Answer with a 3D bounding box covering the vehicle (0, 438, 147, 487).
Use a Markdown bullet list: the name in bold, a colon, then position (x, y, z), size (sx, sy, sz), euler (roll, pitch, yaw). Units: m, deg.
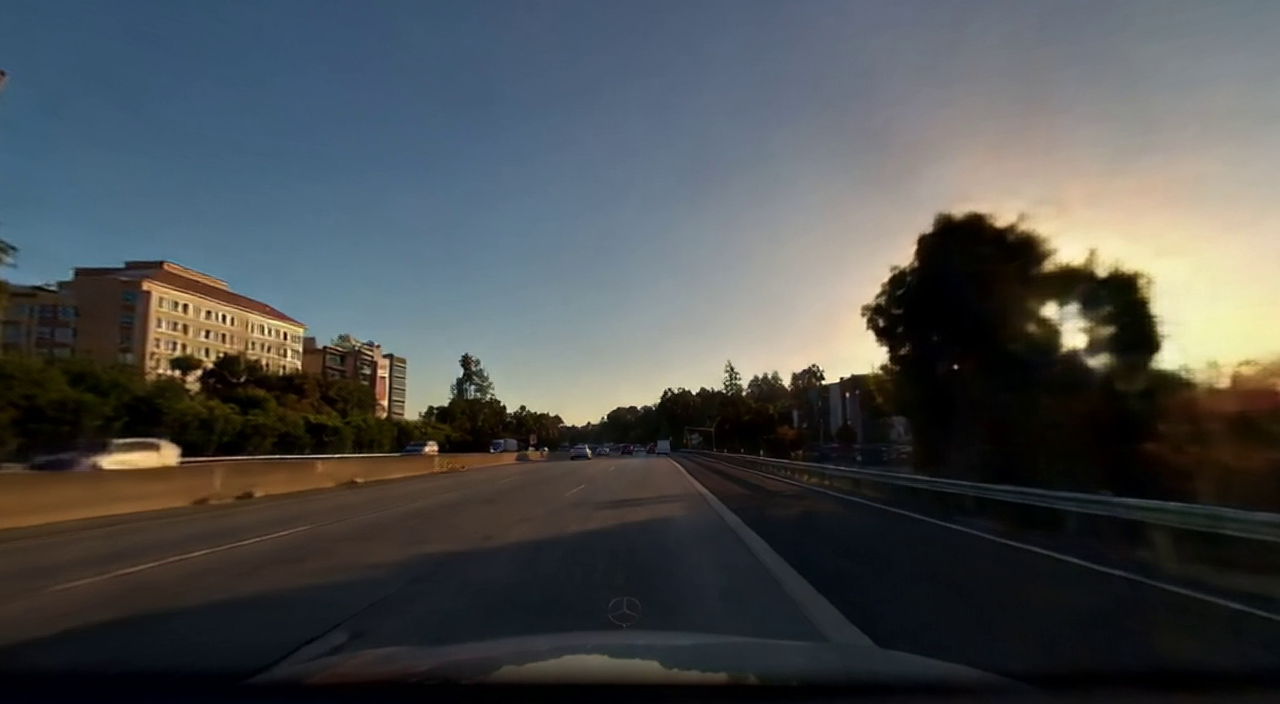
- **vehicle**: position (-27.046, 5.147, 29.790), size (2.351, 2.059, 5.907), euler (-1, -8, 2)
